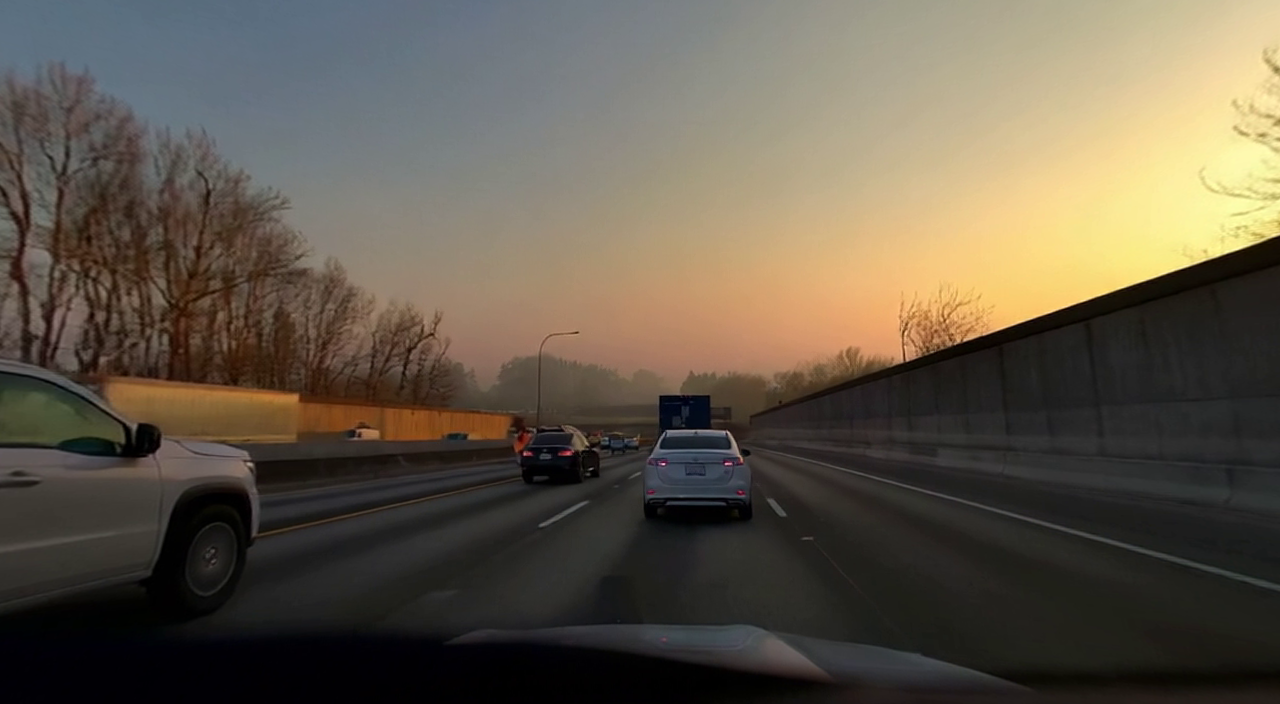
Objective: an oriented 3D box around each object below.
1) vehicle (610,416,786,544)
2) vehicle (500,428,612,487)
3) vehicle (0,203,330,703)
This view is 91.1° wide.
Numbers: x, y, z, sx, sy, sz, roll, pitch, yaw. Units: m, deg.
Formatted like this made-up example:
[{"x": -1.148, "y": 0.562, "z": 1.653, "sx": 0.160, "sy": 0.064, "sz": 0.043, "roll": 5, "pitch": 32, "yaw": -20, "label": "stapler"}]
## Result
[{"x": 0.947, "y": 1.801, "z": 9.597, "sx": 2.089, "sy": 1.485, "sz": 4.153, "roll": -1, "pitch": -8, "yaw": 8, "label": "vehicle"}, {"x": -2.188, "y": 2.911, "z": 17.816, "sx": 2.087, "sy": 1.457, "sz": 4.313, "roll": -1, "pitch": -8, "yaw": 7, "label": "vehicle"}, {"x": -4.238, "y": 0.487, "z": 2.693, "sx": 2.386, "sy": 2.435, "sz": 5.831, "roll": -1, "pitch": -8, "yaw": 6, "label": "vehicle"}]
